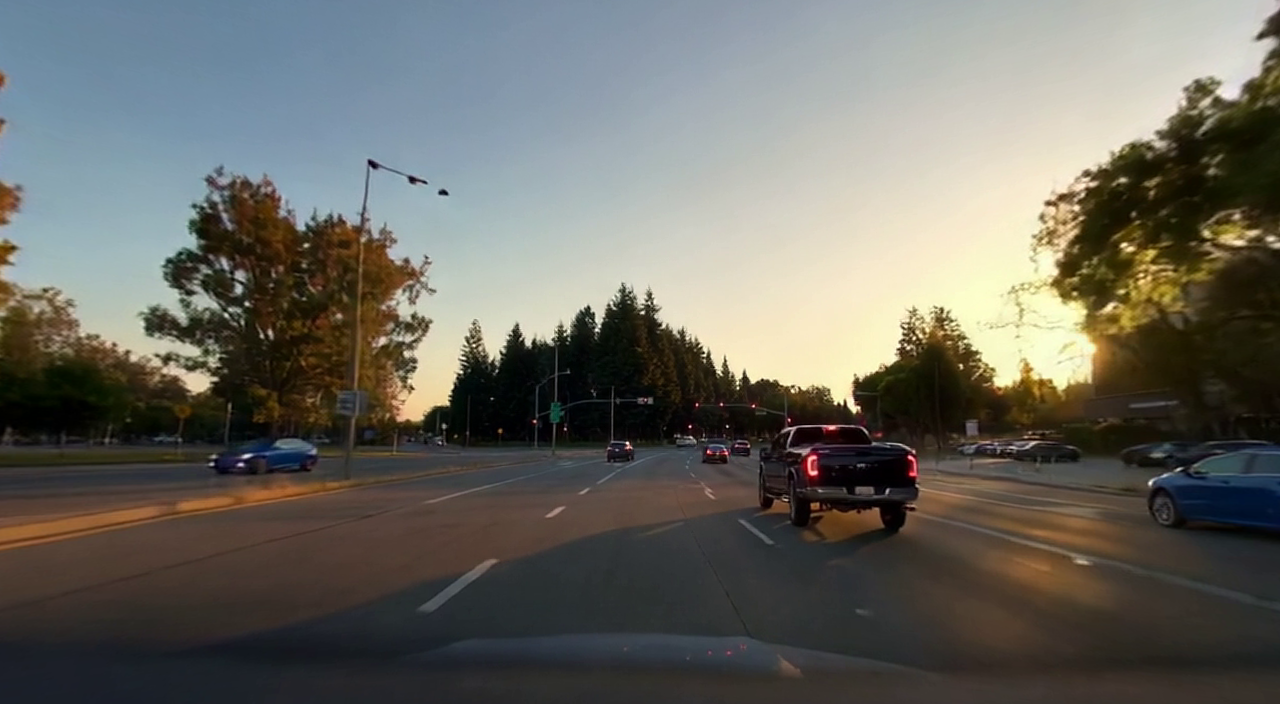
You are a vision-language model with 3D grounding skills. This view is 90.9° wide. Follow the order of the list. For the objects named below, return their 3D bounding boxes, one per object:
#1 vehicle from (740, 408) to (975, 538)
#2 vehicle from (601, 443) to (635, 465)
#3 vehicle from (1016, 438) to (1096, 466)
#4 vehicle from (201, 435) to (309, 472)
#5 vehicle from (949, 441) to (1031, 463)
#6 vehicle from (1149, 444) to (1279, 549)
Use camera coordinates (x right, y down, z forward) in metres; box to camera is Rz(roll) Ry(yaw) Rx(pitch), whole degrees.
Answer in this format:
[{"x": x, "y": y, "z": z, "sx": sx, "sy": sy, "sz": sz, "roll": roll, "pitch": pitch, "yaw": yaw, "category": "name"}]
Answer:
[{"x": 3.460, "y": 2.093, "z": 11.624, "sx": 2.333, "sy": 1.777, "sz": 5.713, "roll": 0, "pitch": -8, "yaw": 0, "category": "vehicle"}, {"x": -1.557, "y": 7.406, "z": 45.961, "sx": 1.958, "sy": 1.542, "sz": 4.175, "roll": -1, "pitch": -8, "yaw": 5, "category": "vehicle"}, {"x": 25.469, "y": 6.124, "z": 38.621, "sx": 3.945, "sy": 1.618, "sz": 1.919, "roll": 3, "pitch": -9, "yaw": -18, "category": "vehicle"}, {"x": -17.696, "y": 4.684, "z": 29.288, "sx": 1.893, "sy": 1.593, "sz": 4.575, "roll": -1, "pitch": -8, "yaw": 4, "category": "vehicle"}, {"x": 24.164, "y": 6.893, "z": 43.537, "sx": 4.711, "sy": 1.460, "sz": 2.149, "roll": 2, "pitch": -9, "yaw": -17, "category": "vehicle"}, {"x": 10.296, "y": 2.108, "z": 9.207, "sx": 1.963, "sy": 1.513, "sz": 4.600, "roll": 0, "pitch": -8, "yaw": 2, "category": "vehicle"}]
